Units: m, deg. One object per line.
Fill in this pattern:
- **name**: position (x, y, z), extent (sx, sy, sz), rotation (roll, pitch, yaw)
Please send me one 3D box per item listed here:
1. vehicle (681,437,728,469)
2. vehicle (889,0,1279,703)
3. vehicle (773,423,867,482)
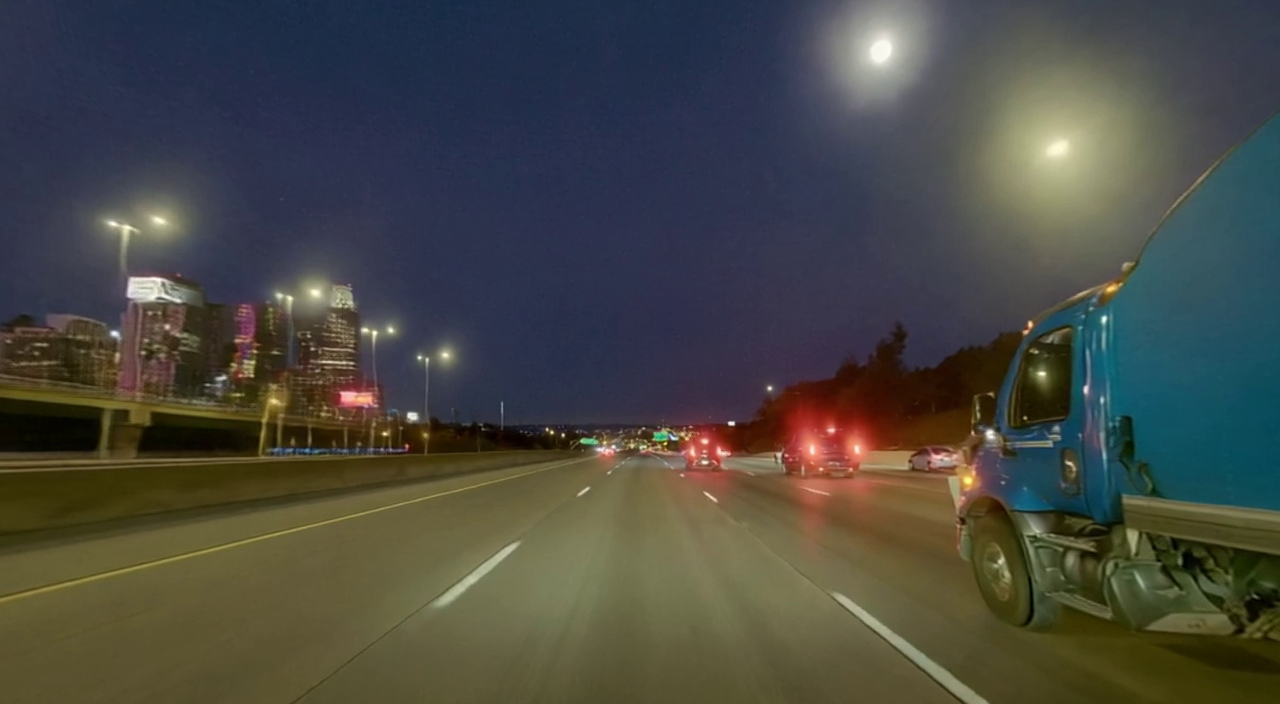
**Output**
- **vehicle**: position (4.222, 6.701, 42.212), extent (2.464, 1.961, 5.520), rotation (0, -8, -1)
- **vehicle**: position (3.173, 0.150, 1.286), extent (2.436, 2.745, 7.034), rotation (0, -8, 0)
- **vehicle**: position (7.326, 4.177, 26.397), extent (2.301, 2.203, 5.419), rotation (0, -8, 0)
